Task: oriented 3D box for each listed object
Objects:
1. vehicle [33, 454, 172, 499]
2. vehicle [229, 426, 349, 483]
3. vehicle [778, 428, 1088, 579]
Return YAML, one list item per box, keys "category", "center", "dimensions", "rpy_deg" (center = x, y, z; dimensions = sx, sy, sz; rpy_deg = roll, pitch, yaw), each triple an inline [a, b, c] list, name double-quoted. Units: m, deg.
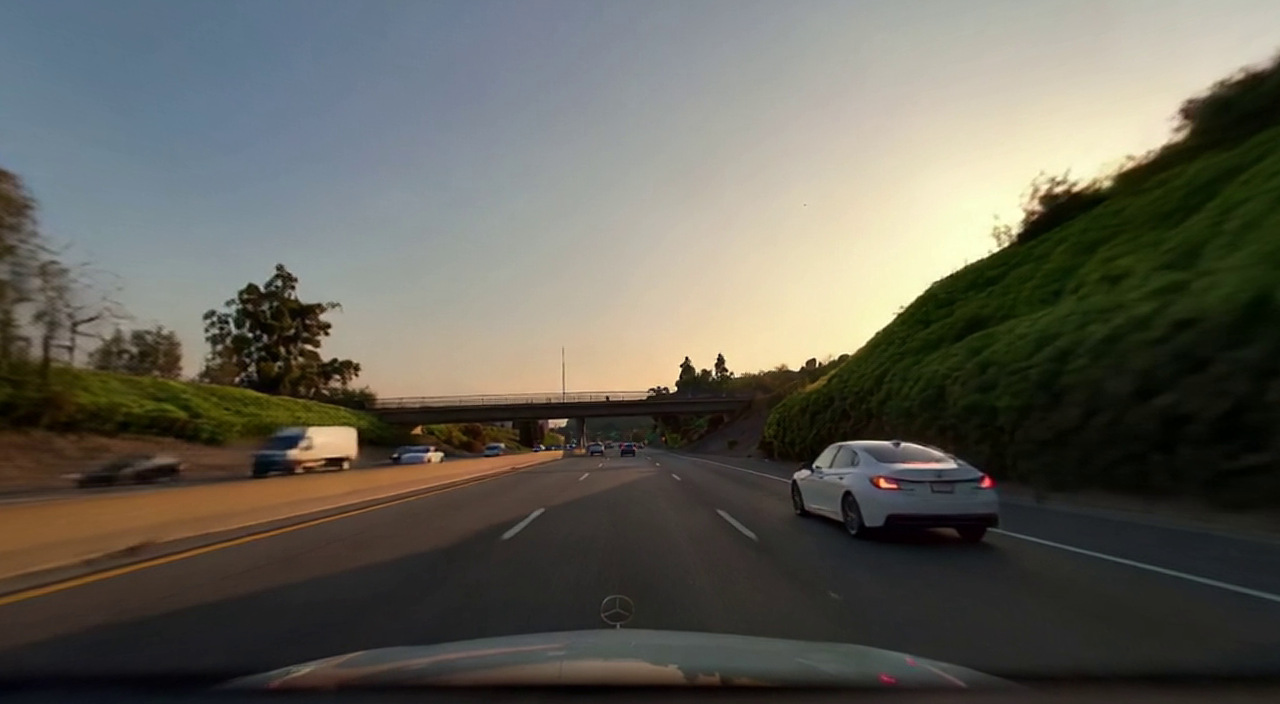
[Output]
- category: "vehicle"
  center: [-19.562, 4.511, 23.187]
  dimensions: [1.763, 1.394, 3.806]
  rpy_deg: [0, -8, -1]
- category: "vehicle"
  center: [-16.097, 4.694, 29.450]
  dimensions: [2.280, 2.375, 5.824]
  rpy_deg: [0, -8, -1]
- category: "vehicle"
  center: [3.454, 1.824, 8.561]
  dimensions: [2.079, 1.515, 4.196]
  rpy_deg: [0, -8, -2]
